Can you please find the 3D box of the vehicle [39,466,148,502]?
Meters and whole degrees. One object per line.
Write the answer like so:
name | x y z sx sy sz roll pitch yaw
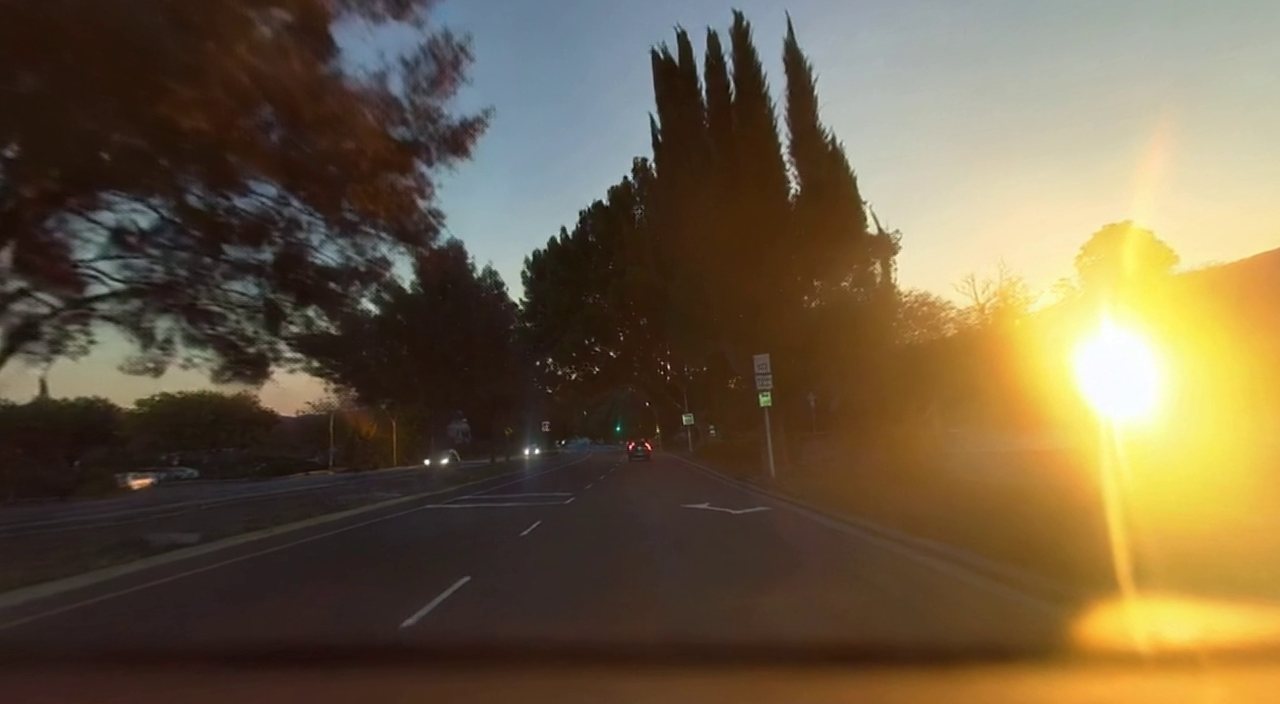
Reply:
vehicle | -29.766 7.169 34.633 1.949 1.702 4.593 1 -8 -3

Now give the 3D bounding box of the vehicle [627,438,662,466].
vehicle | 0.235 6.228 39.469 2.045 1.613 4.210 0 -8 -1
